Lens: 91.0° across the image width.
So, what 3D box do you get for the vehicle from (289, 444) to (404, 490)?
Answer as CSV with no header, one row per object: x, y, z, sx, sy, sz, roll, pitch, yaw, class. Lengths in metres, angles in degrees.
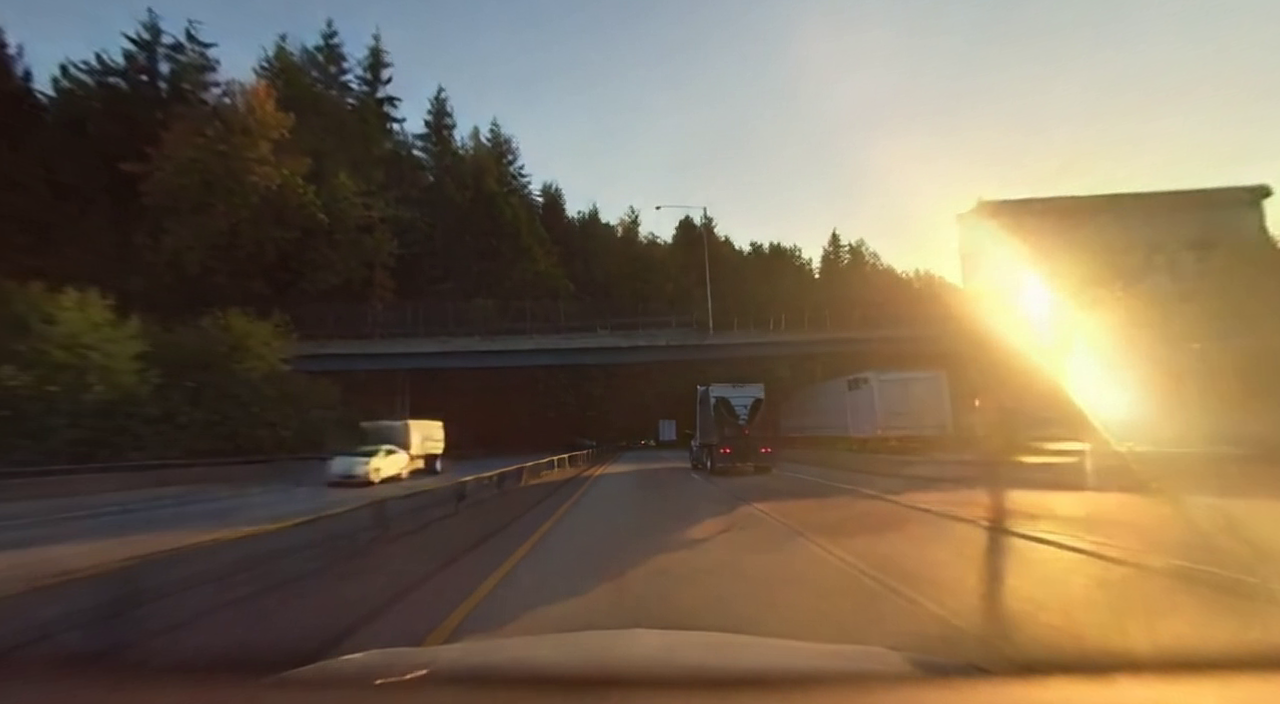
-10.326,4.039,22.570,2.013,1.448,4.434,0,-8,-1,vehicle

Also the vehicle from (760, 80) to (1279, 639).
4.034,0.507,8.441,3.006,3.850,8.310,0,-8,-1,vehicle
